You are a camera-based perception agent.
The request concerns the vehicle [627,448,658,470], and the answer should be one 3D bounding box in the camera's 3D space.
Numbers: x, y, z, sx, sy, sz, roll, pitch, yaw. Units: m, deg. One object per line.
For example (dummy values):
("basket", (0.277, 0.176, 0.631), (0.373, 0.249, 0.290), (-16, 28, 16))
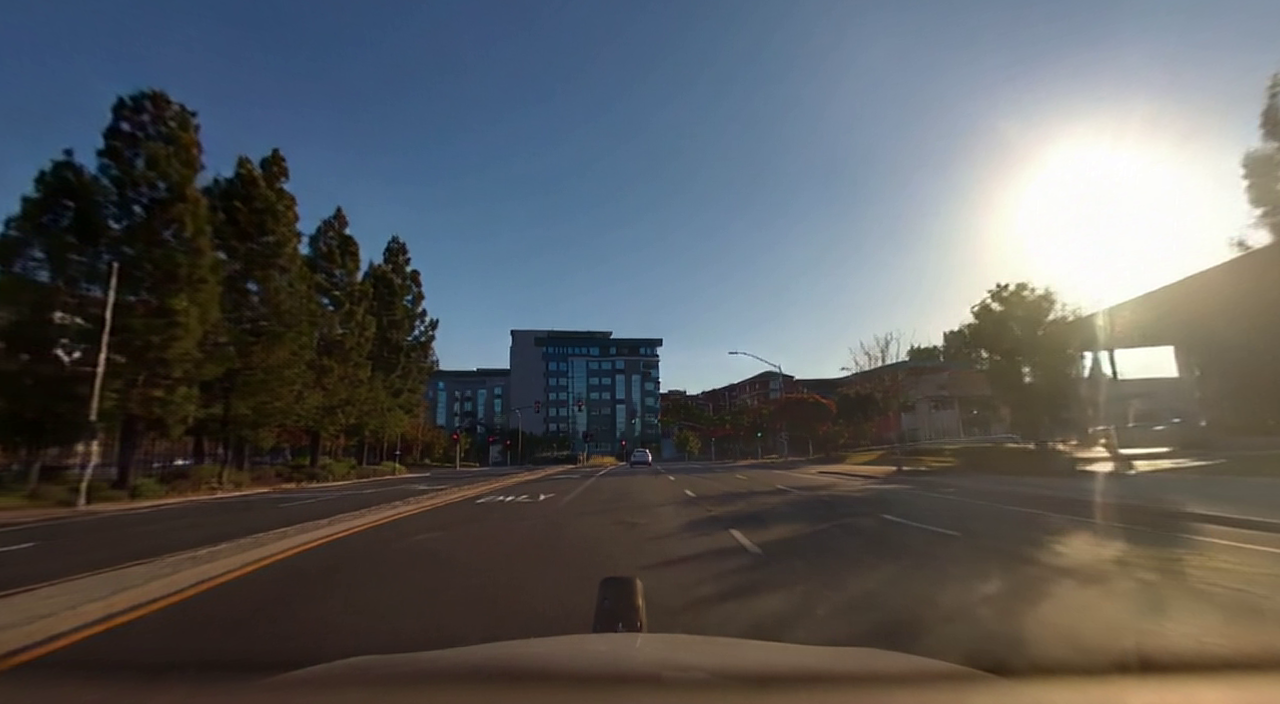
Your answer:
("vehicle", (0.187, 7.585, 44.975), (2.064, 1.477, 3.968), (0, -9, 0))
